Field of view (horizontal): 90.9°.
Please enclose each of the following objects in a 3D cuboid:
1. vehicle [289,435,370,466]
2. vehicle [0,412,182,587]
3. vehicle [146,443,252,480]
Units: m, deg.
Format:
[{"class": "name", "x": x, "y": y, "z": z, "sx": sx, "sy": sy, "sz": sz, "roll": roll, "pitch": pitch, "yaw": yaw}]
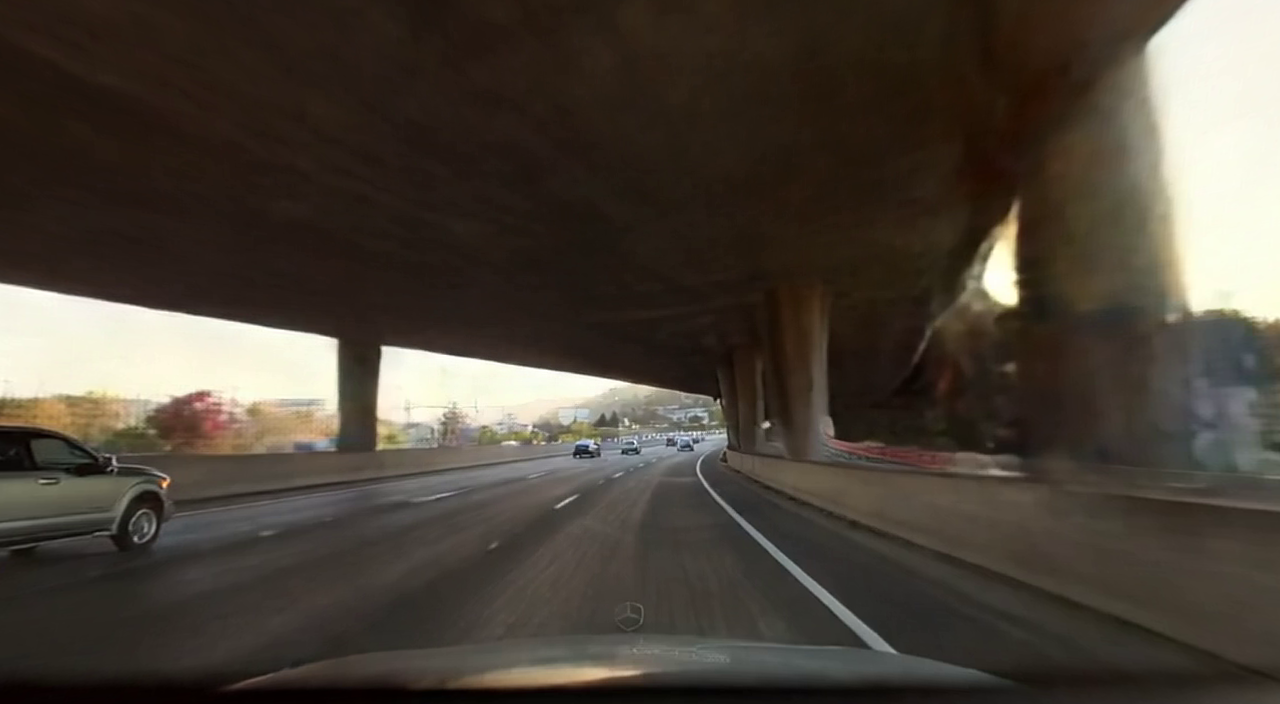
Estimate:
[{"class": "vehicle", "x": -21.102, "y": 6.731, "z": 43.220, "sx": 2.161, "sy": 1.927, "sz": 5.987, "roll": -1, "pitch": -8, "yaw": 5}, {"class": "vehicle", "x": -6.994, "y": 1.355, "z": 5.683, "sx": 1.923, "sy": 1.630, "sz": 4.857, "roll": -1, "pitch": -8, "yaw": 2}, {"class": "vehicle", "x": -18.989, "y": 4.692, "z": 27.396, "sx": 1.765, "sy": 1.479, "sz": 3.669, "roll": -1, "pitch": -8, "yaw": 4}]
